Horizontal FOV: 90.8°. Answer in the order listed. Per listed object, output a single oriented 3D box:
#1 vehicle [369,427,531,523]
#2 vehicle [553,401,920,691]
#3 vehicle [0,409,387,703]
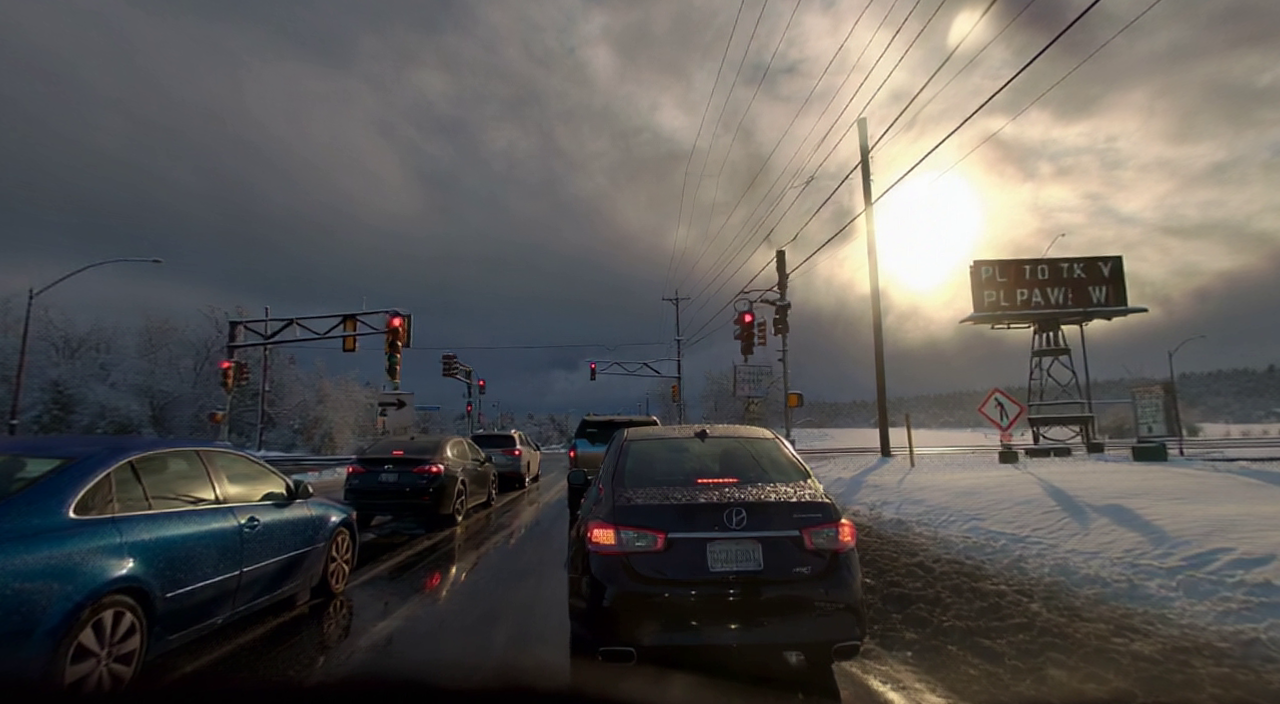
[{"bbox_3d":[-3.359,2.258,12.080,1.984,1.505,3.982,0,-9,-2],"label":"vehicle"},{"bbox_3d":[0.410,1.333,5.464,1.998,1.529,3.960,1,-9,-4],"label":"vehicle"},{"bbox_3d":[-3.709,1.249,4.453,1.956,1.468,4.585,0,-9,0],"label":"vehicle"}]
